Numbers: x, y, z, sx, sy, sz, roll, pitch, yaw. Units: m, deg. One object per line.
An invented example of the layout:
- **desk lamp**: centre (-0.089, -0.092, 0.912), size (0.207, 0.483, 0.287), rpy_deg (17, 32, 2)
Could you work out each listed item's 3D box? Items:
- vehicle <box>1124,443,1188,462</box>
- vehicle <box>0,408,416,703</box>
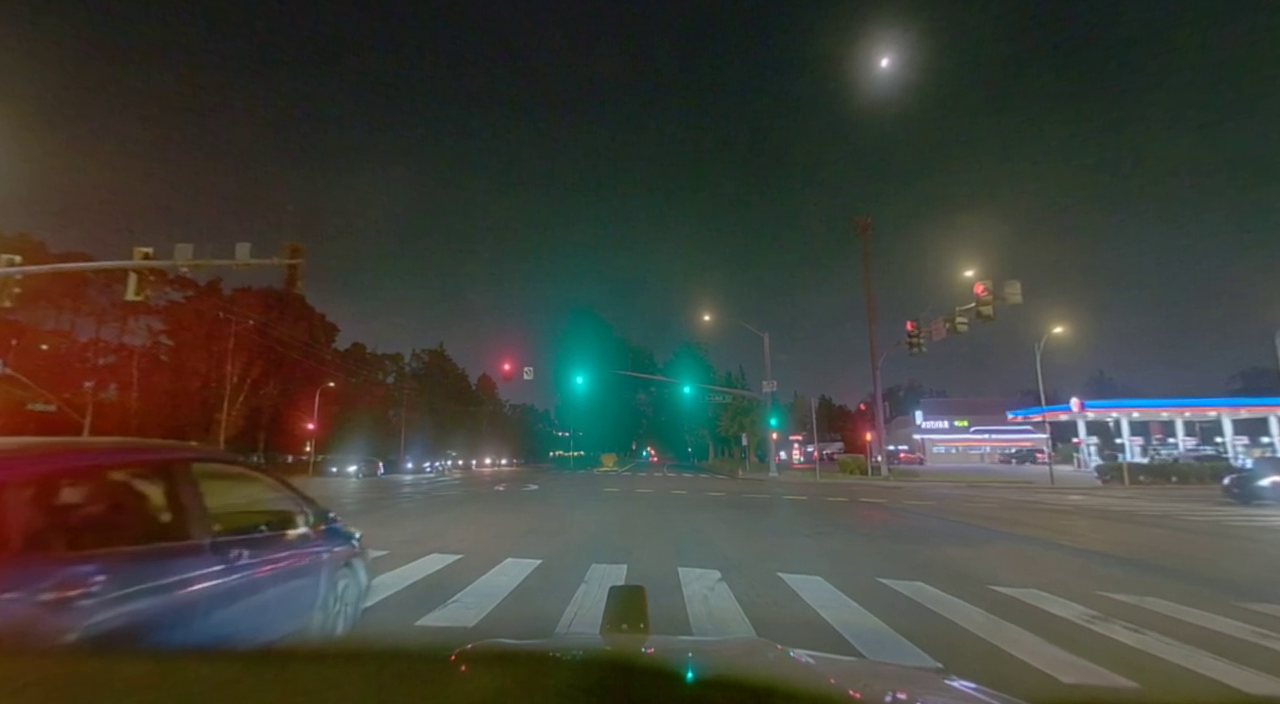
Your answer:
- **vehicle**: centre (40.480, 7.877, 49.497), size (3.518, 1.433, 1.763), rpy_deg (1, -9, -5)
- **vehicle**: centre (-3.022, 1.108, 3.179), size (2.041, 1.483, 4.533), rpy_deg (0, -9, 1)
